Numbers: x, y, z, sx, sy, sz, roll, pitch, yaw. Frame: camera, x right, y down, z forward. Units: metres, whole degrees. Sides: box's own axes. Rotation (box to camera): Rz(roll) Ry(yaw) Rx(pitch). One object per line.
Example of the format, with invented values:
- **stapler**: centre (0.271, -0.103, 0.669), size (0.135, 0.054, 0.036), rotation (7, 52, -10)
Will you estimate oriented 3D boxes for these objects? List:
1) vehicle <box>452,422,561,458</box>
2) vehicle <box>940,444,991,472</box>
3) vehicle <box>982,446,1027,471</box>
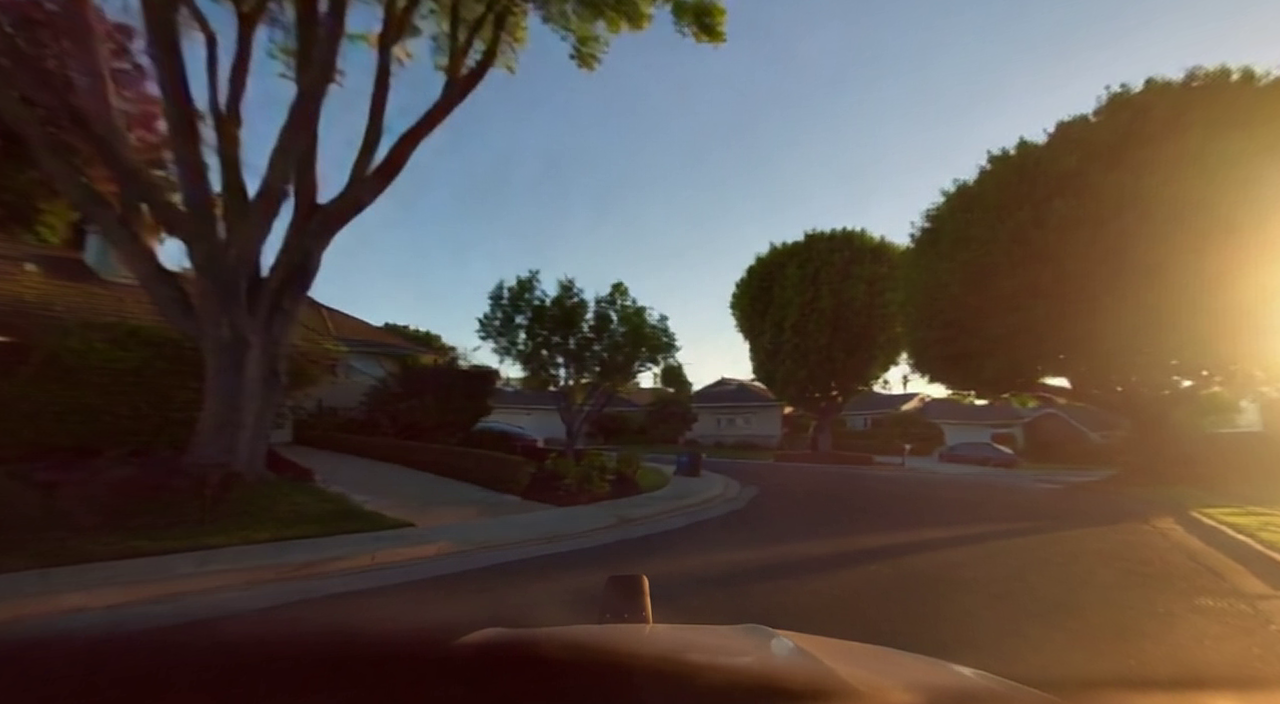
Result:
- **vehicle**: centre (-6.365, 4.307, 30.613), size (1.791, 1.517, 5.089), rotation (-10, -13, 39)
- **vehicle**: centre (22.268, 7.209, 43.026), size (2.180, 1.752, 4.700), rotation (-9, -12, 36)
- **vehicle**: centre (28.156, 8.197, 48.619), size (2.058, 1.749, 4.560), rotation (-10, -13, 40)
